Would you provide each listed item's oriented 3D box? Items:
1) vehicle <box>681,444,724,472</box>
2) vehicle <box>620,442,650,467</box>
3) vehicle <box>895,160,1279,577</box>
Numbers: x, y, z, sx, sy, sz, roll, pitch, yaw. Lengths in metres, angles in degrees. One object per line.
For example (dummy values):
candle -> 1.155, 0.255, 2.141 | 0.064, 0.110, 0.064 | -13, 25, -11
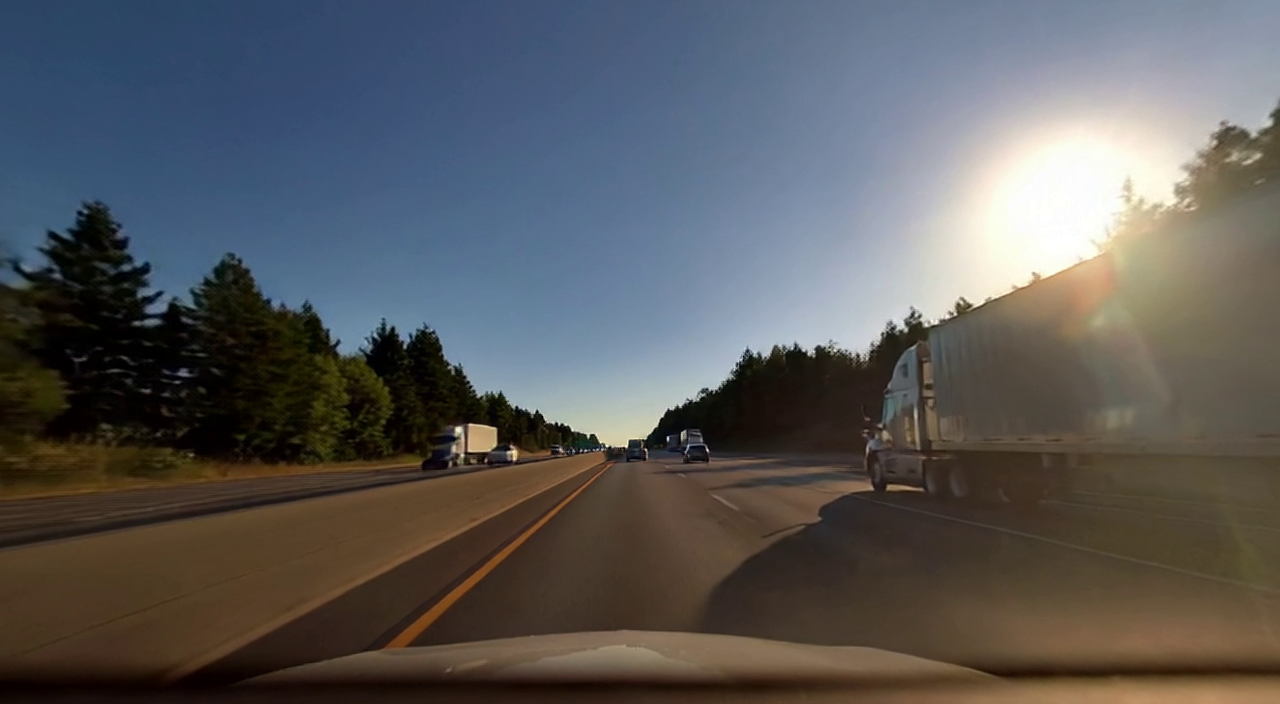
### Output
vehicle -> 3.629, 6.248, 37.222 | 2.025, 1.534, 4.179 | 0, -9, -2
vehicle -> -0.364, 7.476, 45.954 | 2.114, 1.706, 4.106 | 0, -9, -1
vehicle -> 7.806, 0.413, 7.867 | 3.044, 4.073, 14.016 | 0, -9, -1
